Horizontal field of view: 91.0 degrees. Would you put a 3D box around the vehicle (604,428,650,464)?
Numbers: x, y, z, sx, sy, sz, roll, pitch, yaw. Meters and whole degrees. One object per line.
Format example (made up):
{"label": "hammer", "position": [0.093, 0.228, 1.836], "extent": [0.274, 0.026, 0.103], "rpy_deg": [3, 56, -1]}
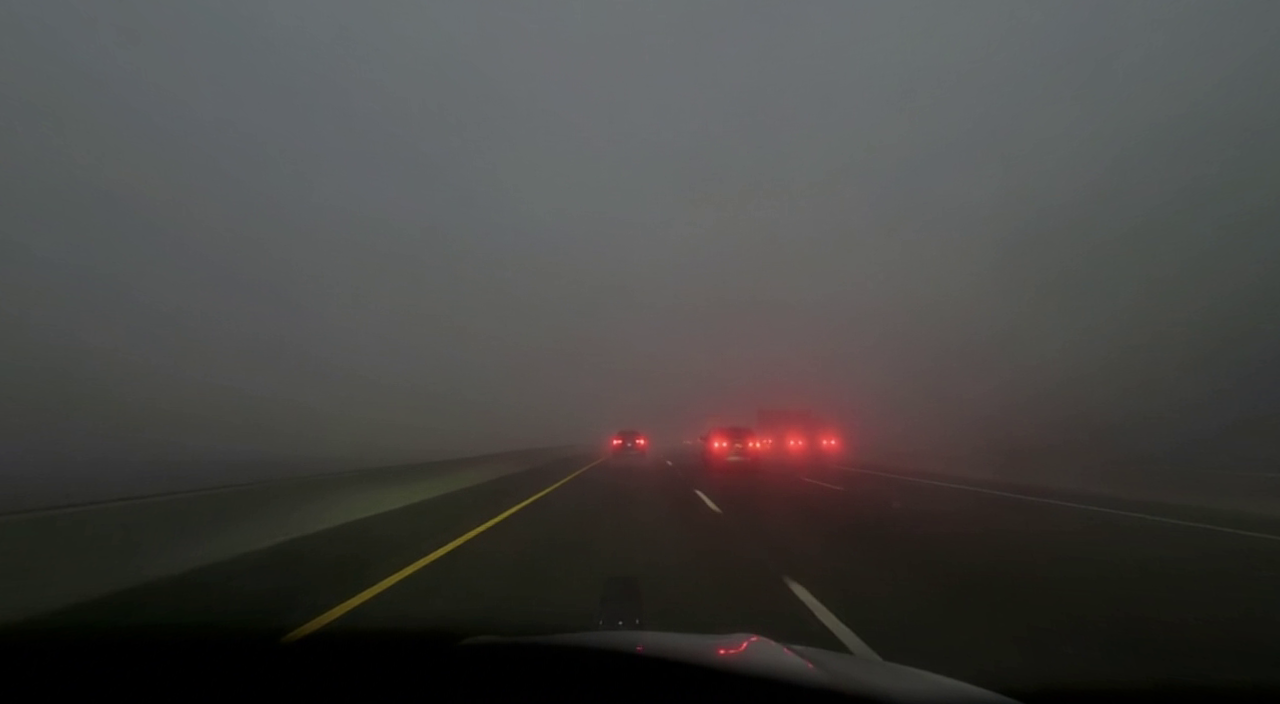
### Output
{"label": "vehicle", "position": [-0.583, 4.710, 31.419], "extent": [2.142, 1.664, 4.076], "rpy_deg": [0, -9, 1]}

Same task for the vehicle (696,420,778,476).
{"label": "vehicle", "position": [3.429, 3.560, 23.286], "extent": [2.269, 1.839, 4.554], "rpy_deg": [0, -9, -1]}
